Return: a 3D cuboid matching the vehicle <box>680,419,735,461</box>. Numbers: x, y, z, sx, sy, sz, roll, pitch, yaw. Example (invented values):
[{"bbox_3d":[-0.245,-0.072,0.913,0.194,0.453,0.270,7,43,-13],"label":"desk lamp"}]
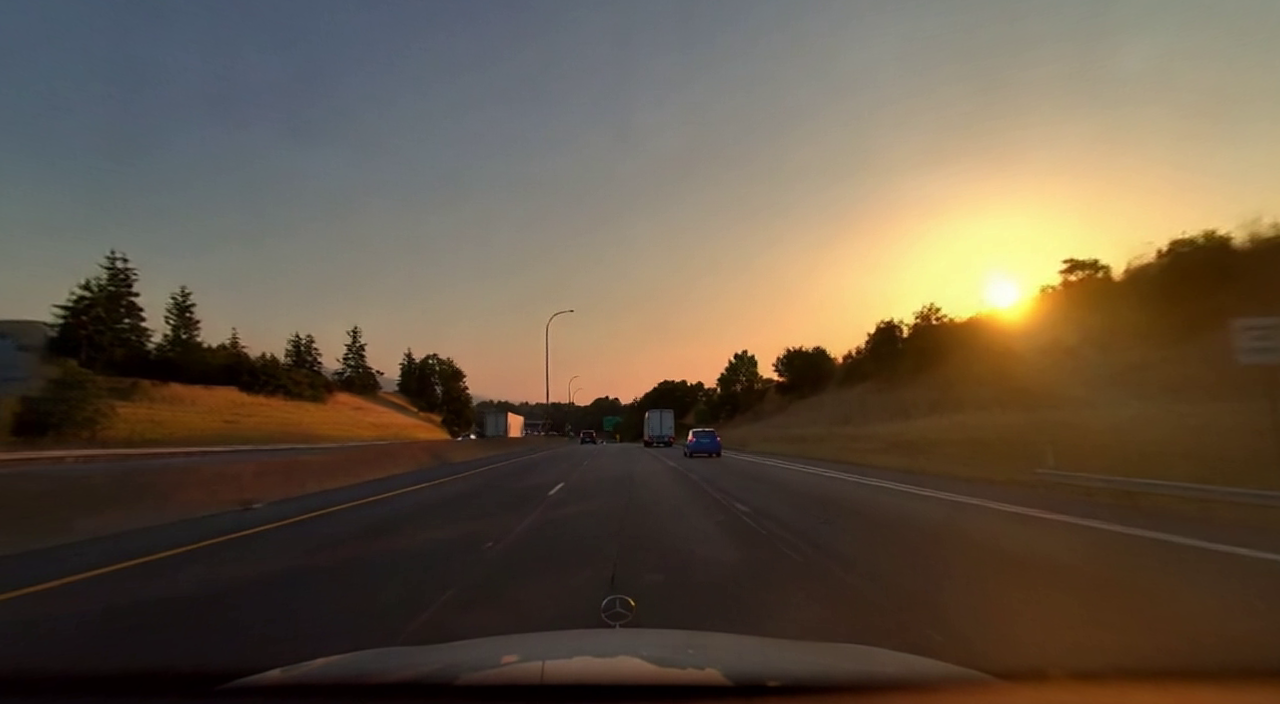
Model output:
[{"bbox_3d":[3.226,4.347,31.135,2.076,1.914,4.287,0,-8,-2],"label":"vehicle"}]
